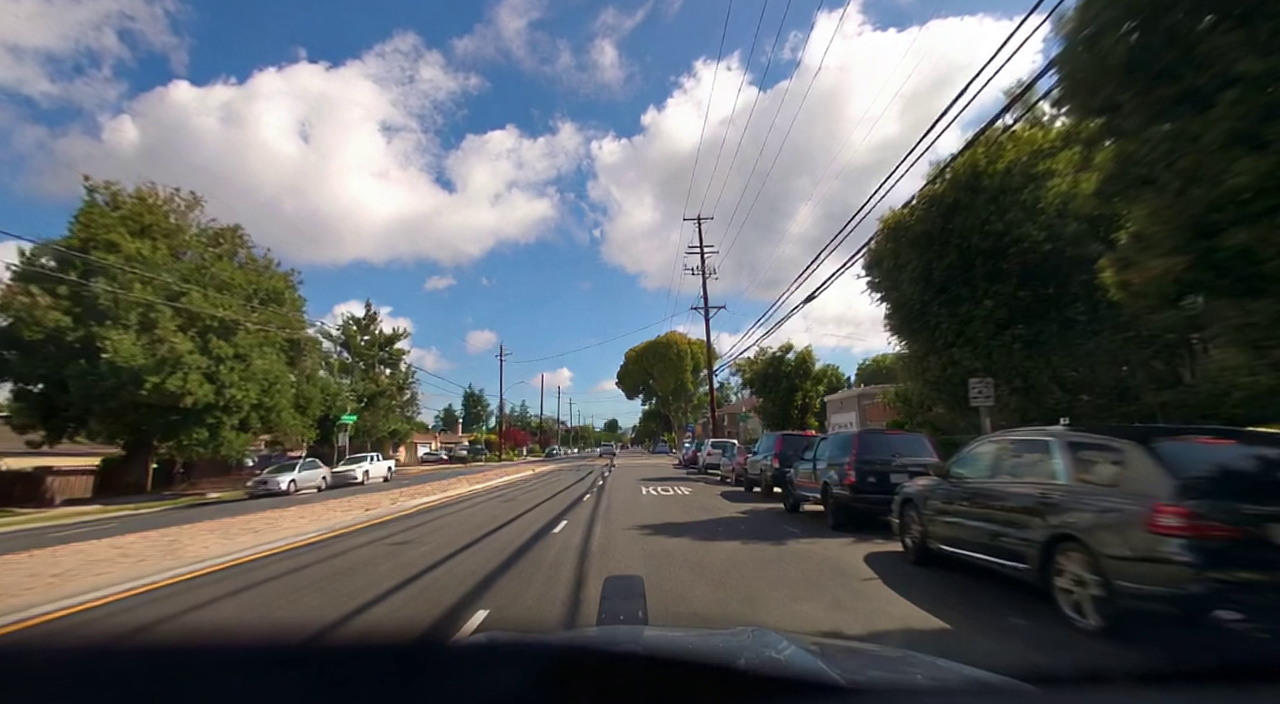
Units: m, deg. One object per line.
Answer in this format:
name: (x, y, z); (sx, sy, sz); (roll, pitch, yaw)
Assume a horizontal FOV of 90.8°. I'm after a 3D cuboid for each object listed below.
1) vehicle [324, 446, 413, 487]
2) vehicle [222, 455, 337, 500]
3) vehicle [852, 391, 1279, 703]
vehicle: (-13.725, 5.806, 32.389); (2.229, 1.878, 5.540); (1, -9, -2)
vehicle: (-13.668, 4.765, 24.307); (1.909, 1.496, 4.421); (0, -9, -2)
vehicle: (3.780, 1.421, 5.751); (1.843, 1.671, 5.138); (0, -9, -1)
